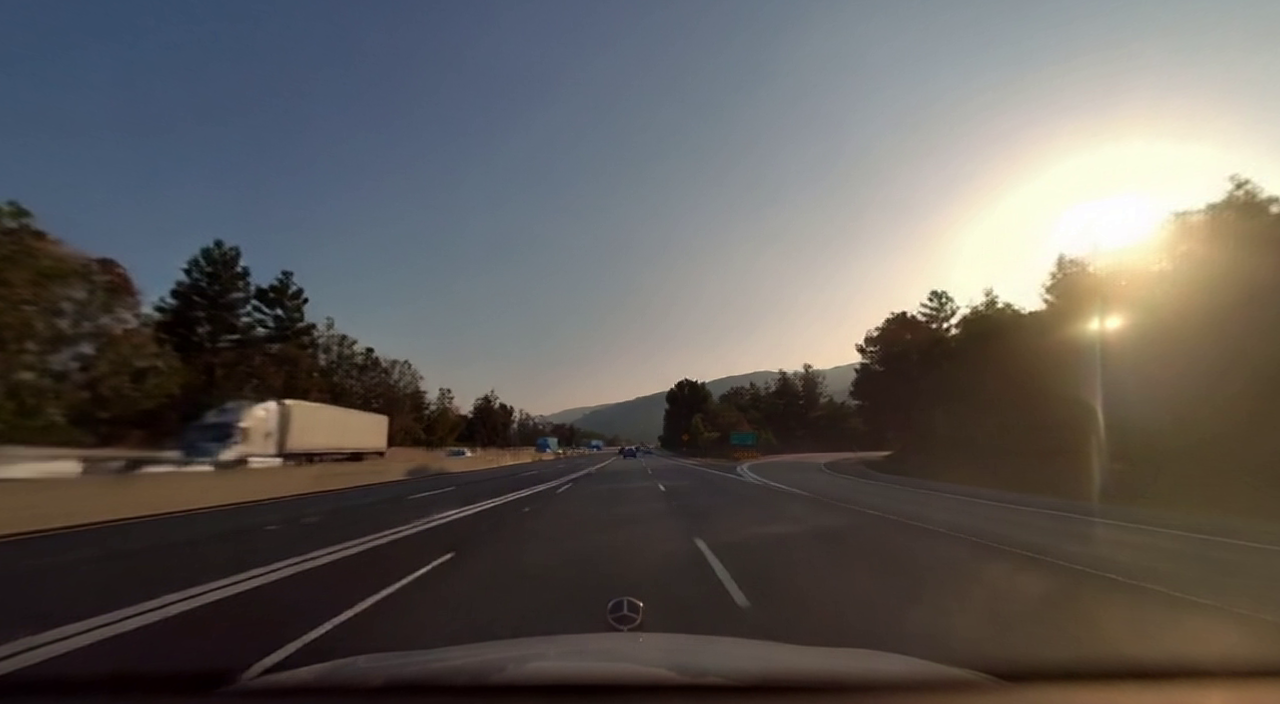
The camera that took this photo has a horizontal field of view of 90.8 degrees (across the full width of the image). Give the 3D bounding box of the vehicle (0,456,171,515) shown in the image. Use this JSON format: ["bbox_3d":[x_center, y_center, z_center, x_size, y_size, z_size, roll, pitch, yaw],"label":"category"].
[{"bbox_3d":[-15.594,3.661,17.746,1.858,1.421,3.742,0,-9,0],"label":"vehicle"}]

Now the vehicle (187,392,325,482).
[{"bbox_3d":[-19.440,4.422,32.528,3.220,4.182,5.975,0,-9,-1],"label":"vehicle"}]
